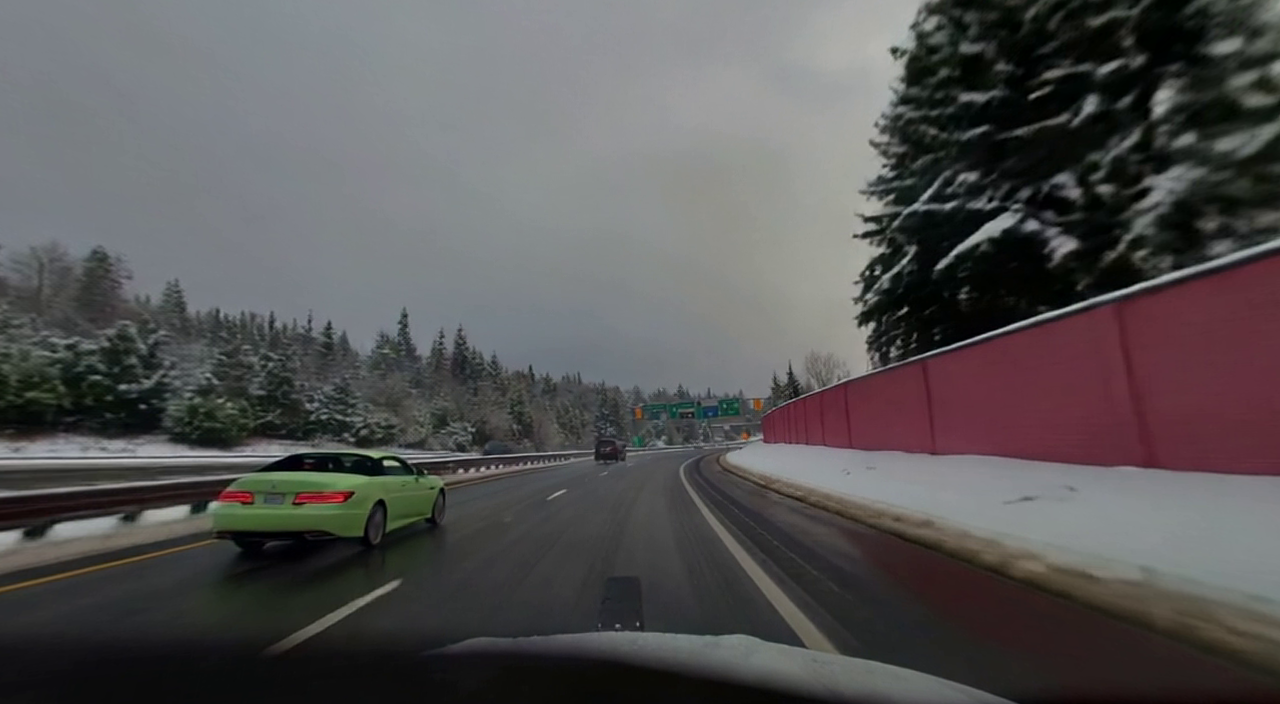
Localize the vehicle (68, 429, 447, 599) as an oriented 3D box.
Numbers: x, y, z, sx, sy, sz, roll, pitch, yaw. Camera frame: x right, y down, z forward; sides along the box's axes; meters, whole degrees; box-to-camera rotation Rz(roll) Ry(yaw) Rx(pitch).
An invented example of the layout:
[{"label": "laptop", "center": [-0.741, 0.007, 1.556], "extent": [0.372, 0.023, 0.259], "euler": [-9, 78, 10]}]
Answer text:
[{"label": "vehicle", "center": [-3.894, 1.699, 7.526], "extent": [1.746, 1.405, 4.339], "euler": [0, -9, 1]}]

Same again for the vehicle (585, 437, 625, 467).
[{"label": "vehicle", "center": [-2.041, 5.981, 37.710], "extent": [1.833, 1.697, 3.984], "euler": [-1, -9, 5]}]
